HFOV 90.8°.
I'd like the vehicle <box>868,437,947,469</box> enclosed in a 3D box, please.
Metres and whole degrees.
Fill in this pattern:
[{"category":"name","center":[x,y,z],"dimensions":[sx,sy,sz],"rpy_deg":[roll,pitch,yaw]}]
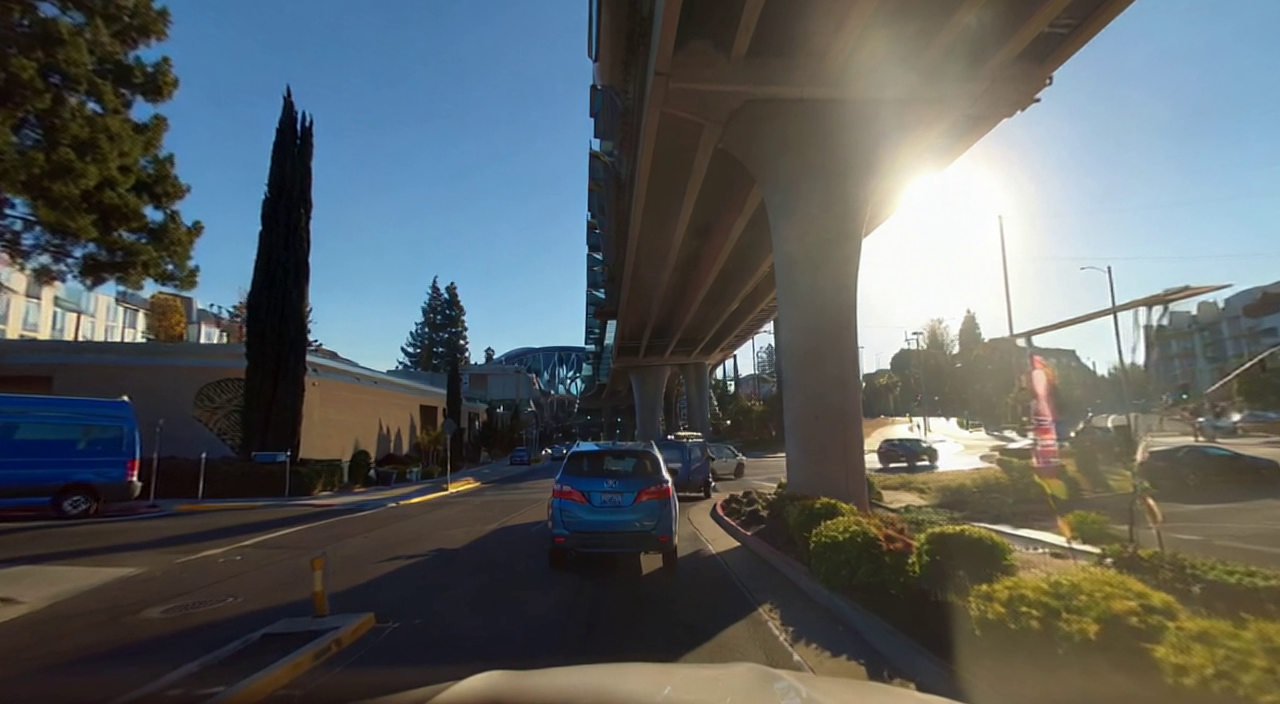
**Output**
[{"category":"vehicle","center":[16.434,6.179,38.729],"dimensions":[4.425,1.828,2.032],"rpy_deg":[4,-10,-28]}]

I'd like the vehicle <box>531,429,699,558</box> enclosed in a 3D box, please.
[{"category":"vehicle","center":[-0.235,2.116,10.258],"dimensions":[2.087,1.578,4.652],"rpy_deg":[0,-9,2]}]

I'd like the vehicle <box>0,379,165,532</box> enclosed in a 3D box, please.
[{"category":"vehicle","center":[-13.517,2.075,12.909],"dimensions":[5.356,2.762,2.644],"rpy_deg":[0,-9,1]}]
